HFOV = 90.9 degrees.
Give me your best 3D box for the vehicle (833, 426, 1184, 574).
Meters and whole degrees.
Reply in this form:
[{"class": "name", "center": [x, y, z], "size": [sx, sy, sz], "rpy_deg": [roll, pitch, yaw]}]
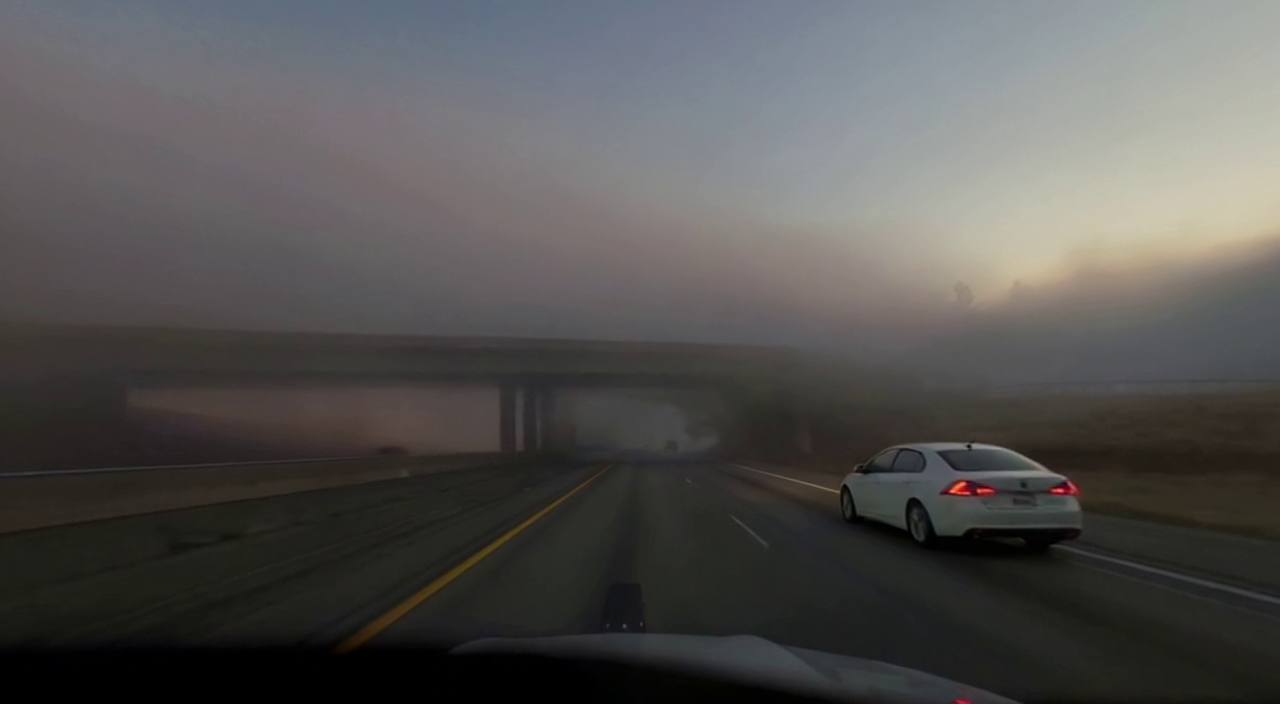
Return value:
[{"class": "vehicle", "center": [4.519, 1.862, 8.877], "size": [2.027, 1.487, 4.718], "rpy_deg": [0, -8, -1]}]
